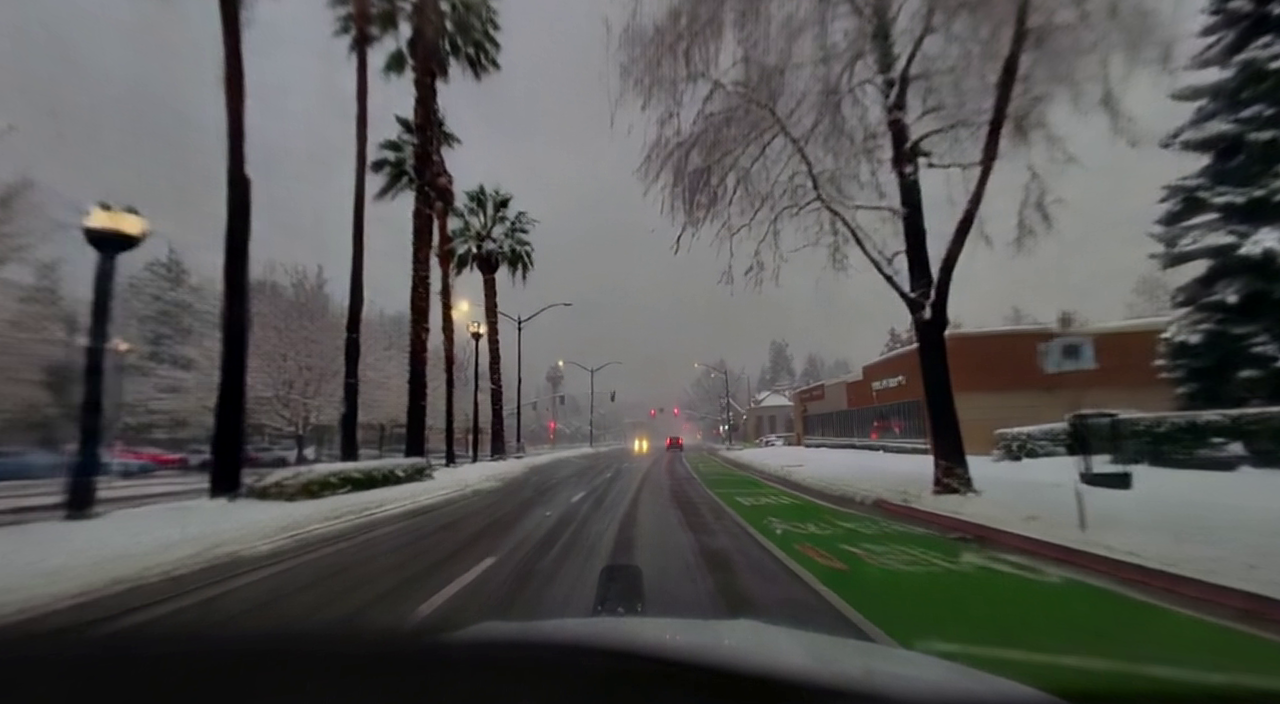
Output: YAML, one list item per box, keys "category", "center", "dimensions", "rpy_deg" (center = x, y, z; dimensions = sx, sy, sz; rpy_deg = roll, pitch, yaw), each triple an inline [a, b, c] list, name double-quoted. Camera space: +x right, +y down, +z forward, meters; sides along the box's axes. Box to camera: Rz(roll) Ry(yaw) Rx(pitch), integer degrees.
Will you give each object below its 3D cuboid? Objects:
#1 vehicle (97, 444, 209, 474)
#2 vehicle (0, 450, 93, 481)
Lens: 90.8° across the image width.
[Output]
- category: "vehicle"
  center: [-30.281, 6.671, 39.382]
  dimensions: [5.174, 1.778, 2.292]
  rpy_deg: [-1, -8, 3]
- category: "vehicle"
  center: [-30.262, 5.664, 31.574]
  dimensions: [4.479, 1.465, 1.772]
  rpy_deg: [-1, -9, 7]
